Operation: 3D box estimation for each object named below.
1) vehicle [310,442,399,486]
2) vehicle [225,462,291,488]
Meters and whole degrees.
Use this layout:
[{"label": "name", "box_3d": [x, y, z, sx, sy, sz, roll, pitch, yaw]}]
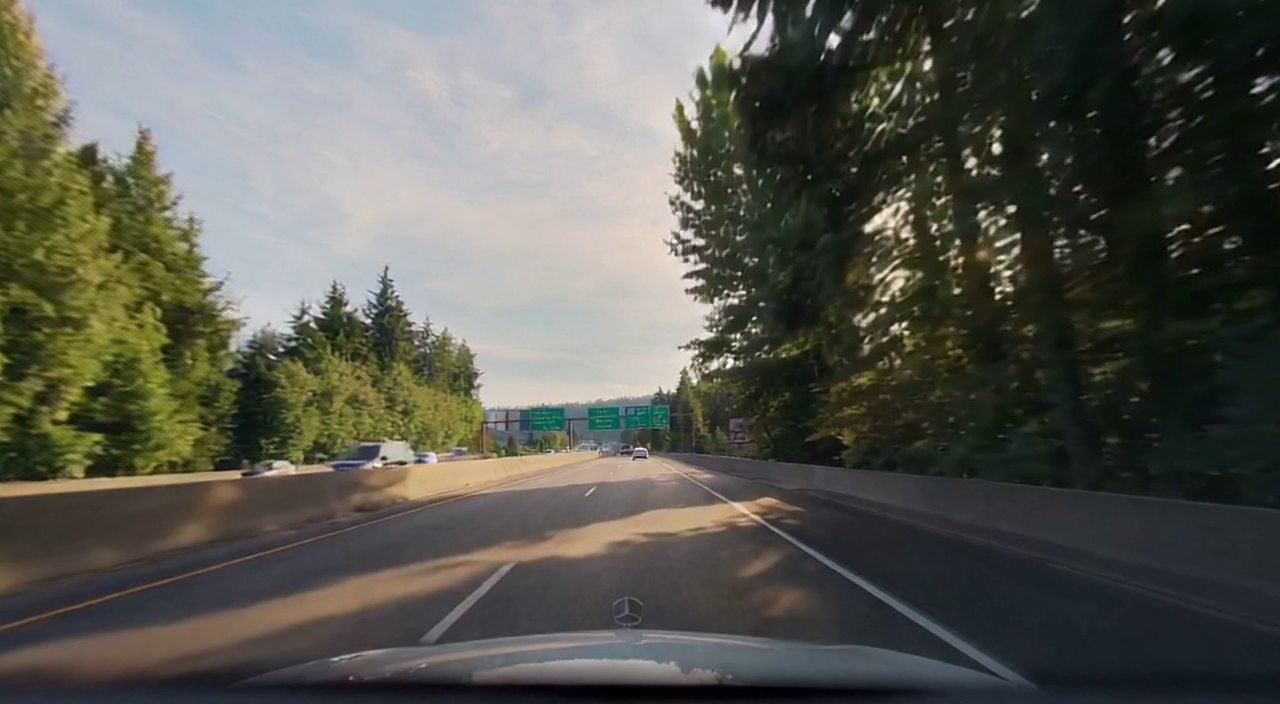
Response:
[{"label": "vehicle", "box_3d": [-12.471, 4.915, 27.892, 2.028, 1.766, 4.303, 0, -9, -2]}, {"label": "vehicle", "box_3d": [-24.006, 7.721, 39.795, 1.917, 1.441, 4.100, 1, -9, -6]}]
